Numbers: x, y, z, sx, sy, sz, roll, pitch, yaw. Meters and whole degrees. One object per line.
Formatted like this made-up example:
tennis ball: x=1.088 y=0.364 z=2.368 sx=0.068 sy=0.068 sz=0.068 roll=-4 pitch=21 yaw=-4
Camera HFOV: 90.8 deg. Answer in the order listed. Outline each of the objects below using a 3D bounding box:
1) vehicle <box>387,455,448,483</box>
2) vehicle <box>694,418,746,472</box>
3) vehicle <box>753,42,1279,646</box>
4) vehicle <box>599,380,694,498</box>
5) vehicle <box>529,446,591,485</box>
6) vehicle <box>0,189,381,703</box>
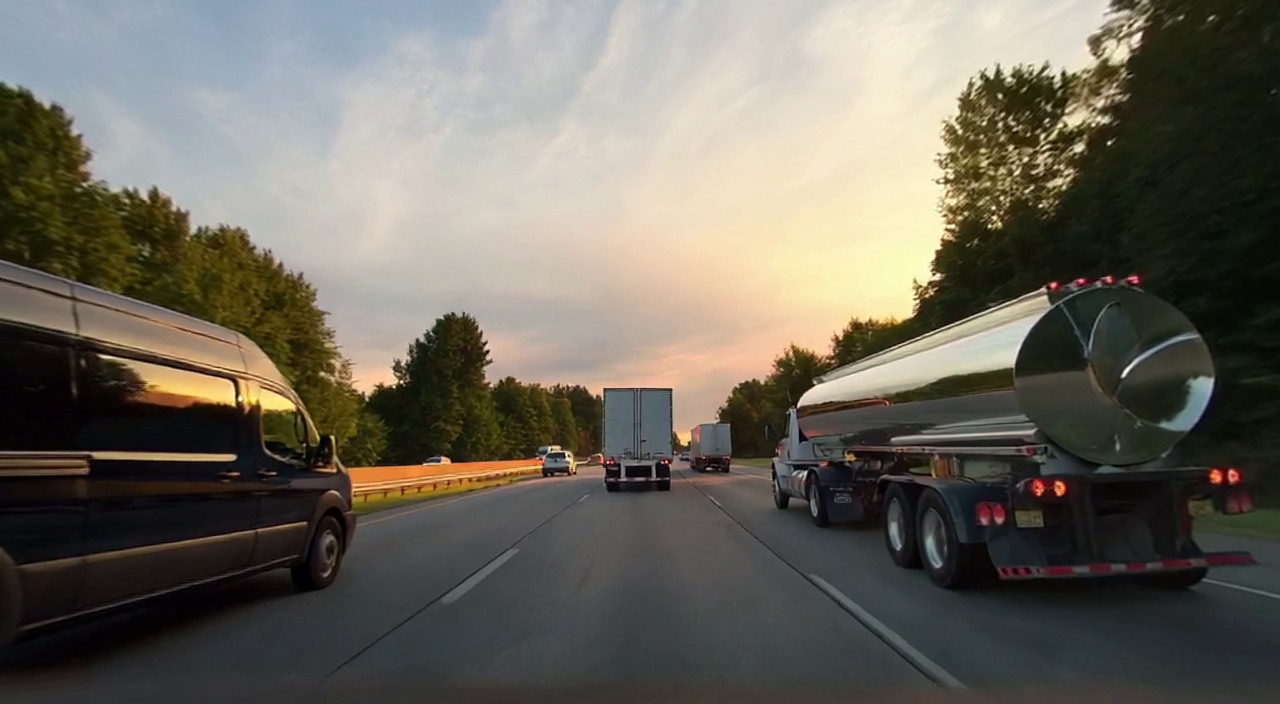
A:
vehicle: x=-12.803 y=6.727 z=36.608 sx=1.946 sy=1.484 sz=4.319 roll=0 pitch=-9 yaw=1
vehicle: x=5.772 y=7.073 z=47.360 sx=2.706 sy=3.500 sz=11.483 roll=0 pitch=-9 yaw=2
vehicle: x=4.458 y=0.720 z=10.159 sx=3.139 sy=4.152 sz=11.915 roll=0 pitch=-9 yaw=0
vehicle: x=0.169 y=3.299 z=23.245 sx=2.773 sy=3.455 sz=9.118 roll=0 pitch=-9 yaw=0
vehicle: x=-3.599 y=5.197 z=29.245 sx=2.134 sy=1.652 sz=4.439 roll=0 pitch=-9 yaw=3
vehicle: x=-4.194 y=0.675 z=3.712 sx=2.525 sy=2.572 sz=6.260 roll=0 pitch=-9 yaw=1
